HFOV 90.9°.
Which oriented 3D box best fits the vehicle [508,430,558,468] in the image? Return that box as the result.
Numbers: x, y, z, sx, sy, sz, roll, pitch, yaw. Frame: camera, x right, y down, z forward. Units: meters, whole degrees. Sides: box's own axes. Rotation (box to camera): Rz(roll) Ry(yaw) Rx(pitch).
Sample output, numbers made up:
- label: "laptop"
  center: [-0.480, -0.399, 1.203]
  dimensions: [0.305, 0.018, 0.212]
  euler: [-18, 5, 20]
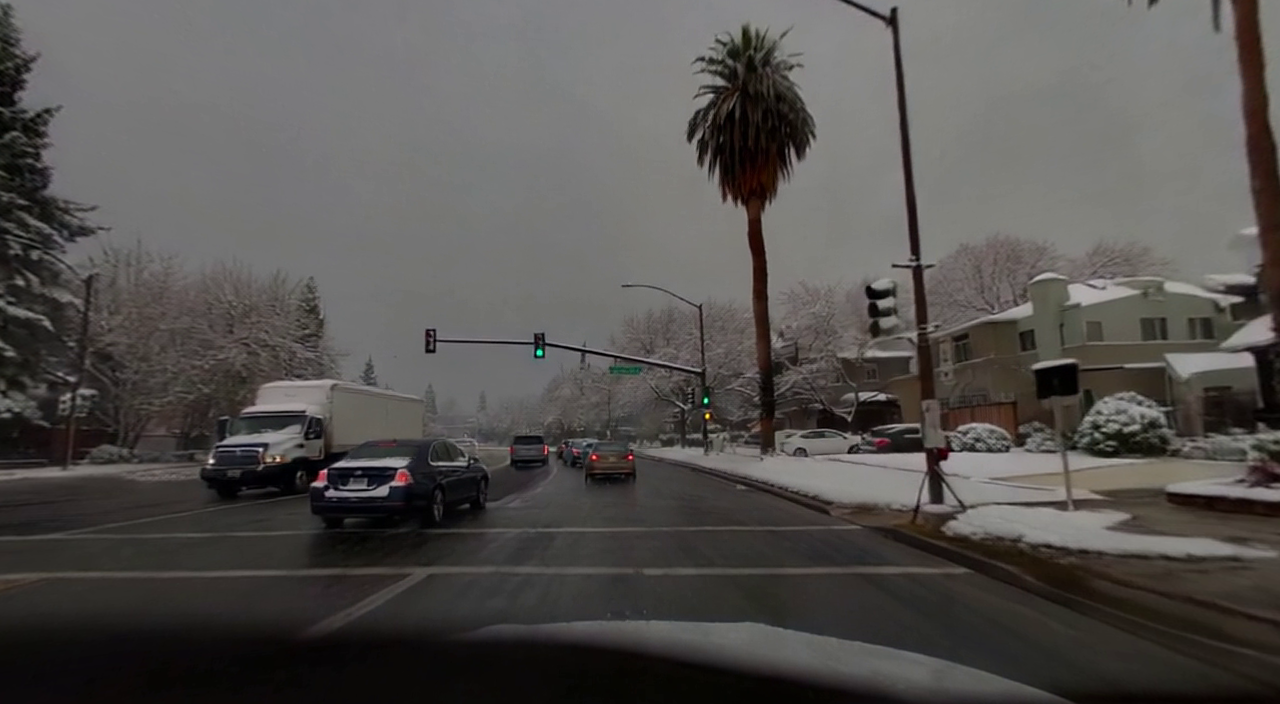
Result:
- label: "vehicle"
  center: [-5.663, 5.195, 33.903]
  dimensions: [2.032, 1.852, 4.571]
  euler: [-1, -8, -1]

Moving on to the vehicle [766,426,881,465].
- label: "vehicle"
  center: [8.709, 4.442, 30.029]
  dimensions: [4.742, 1.690, 2.218]
  euler: [2, -9, -18]

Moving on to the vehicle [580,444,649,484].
- label: "vehicle"
  center: [-0.869, 3.764, 21.569]
  dimensions: [2.131, 1.222, 3.868]
  euler: [0, -8, -3]

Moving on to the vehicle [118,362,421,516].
- label: "vehicle"
  center: [-7.719, 2.013, 14.561]
  dimensions: [2.821, 2.701, 6.721]
  euler: [0, -8, 1]

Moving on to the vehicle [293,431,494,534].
- label: "vehicle"
  center: [-4.004, 2.168, 11.131]
  dimensions: [1.709, 1.425, 4.337]
  euler: [-1, -8, 1]

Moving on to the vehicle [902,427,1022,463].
- label: "vehicle"
  center: [14.667, 4.227, 28.810]
  dimensions: [4.615, 1.555, 2.021]
  euler: [2, -9, -15]
